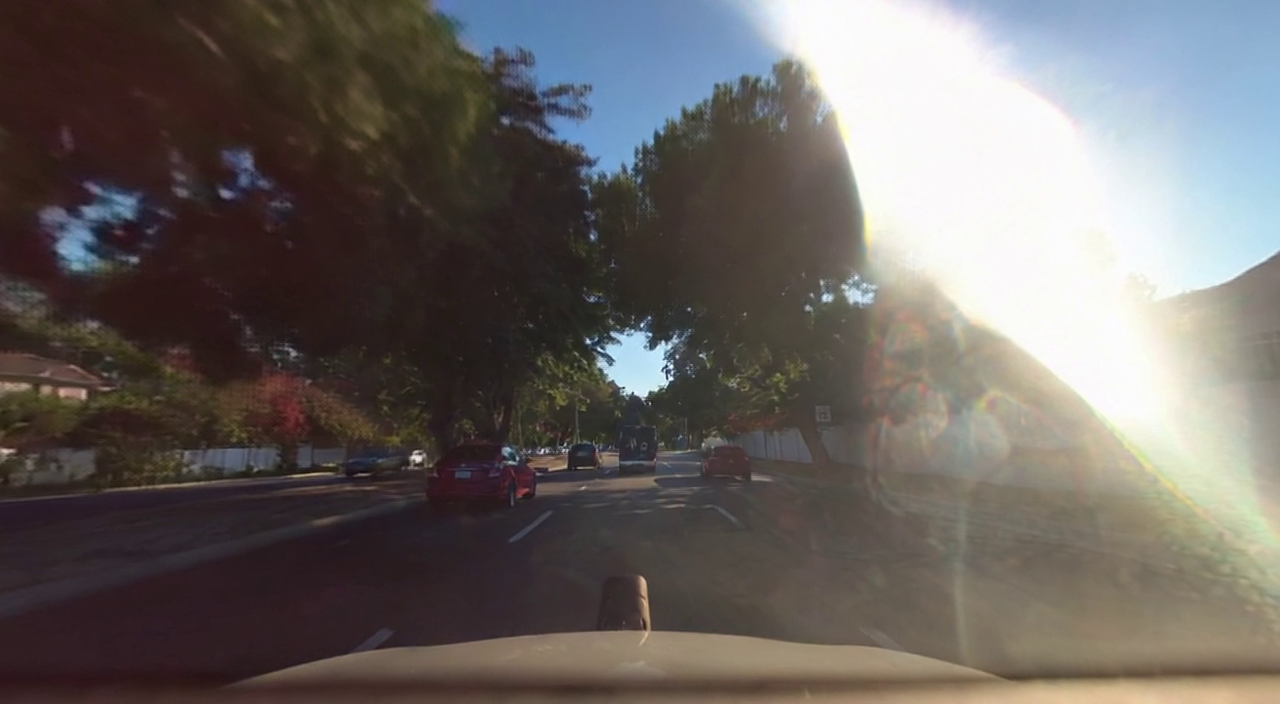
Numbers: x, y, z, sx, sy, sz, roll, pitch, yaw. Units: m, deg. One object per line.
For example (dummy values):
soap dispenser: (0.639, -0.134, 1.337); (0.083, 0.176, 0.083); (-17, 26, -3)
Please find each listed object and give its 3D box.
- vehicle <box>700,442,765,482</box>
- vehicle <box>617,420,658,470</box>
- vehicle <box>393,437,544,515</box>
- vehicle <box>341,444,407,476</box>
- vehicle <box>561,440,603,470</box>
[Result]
vehicle: (3.622, 4.390, 25.363); (1.945, 1.469, 4.258); (0, -8, 0)
vehicle: (-0.095, 5.642, 38.109); (2.311, 2.726, 5.814); (0, -9, 1)
vehicle: (-3.630, 2.714, 14.328); (2.036, 1.474, 4.647); (0, -8, 1)
vehicle: (-17.412, 7.072, 41.404); (2.129, 1.952, 5.079); (0, -8, 0)
vehicle: (-3.383, 6.119, 37.483); (2.021, 1.715, 4.329); (0, -8, 1)
